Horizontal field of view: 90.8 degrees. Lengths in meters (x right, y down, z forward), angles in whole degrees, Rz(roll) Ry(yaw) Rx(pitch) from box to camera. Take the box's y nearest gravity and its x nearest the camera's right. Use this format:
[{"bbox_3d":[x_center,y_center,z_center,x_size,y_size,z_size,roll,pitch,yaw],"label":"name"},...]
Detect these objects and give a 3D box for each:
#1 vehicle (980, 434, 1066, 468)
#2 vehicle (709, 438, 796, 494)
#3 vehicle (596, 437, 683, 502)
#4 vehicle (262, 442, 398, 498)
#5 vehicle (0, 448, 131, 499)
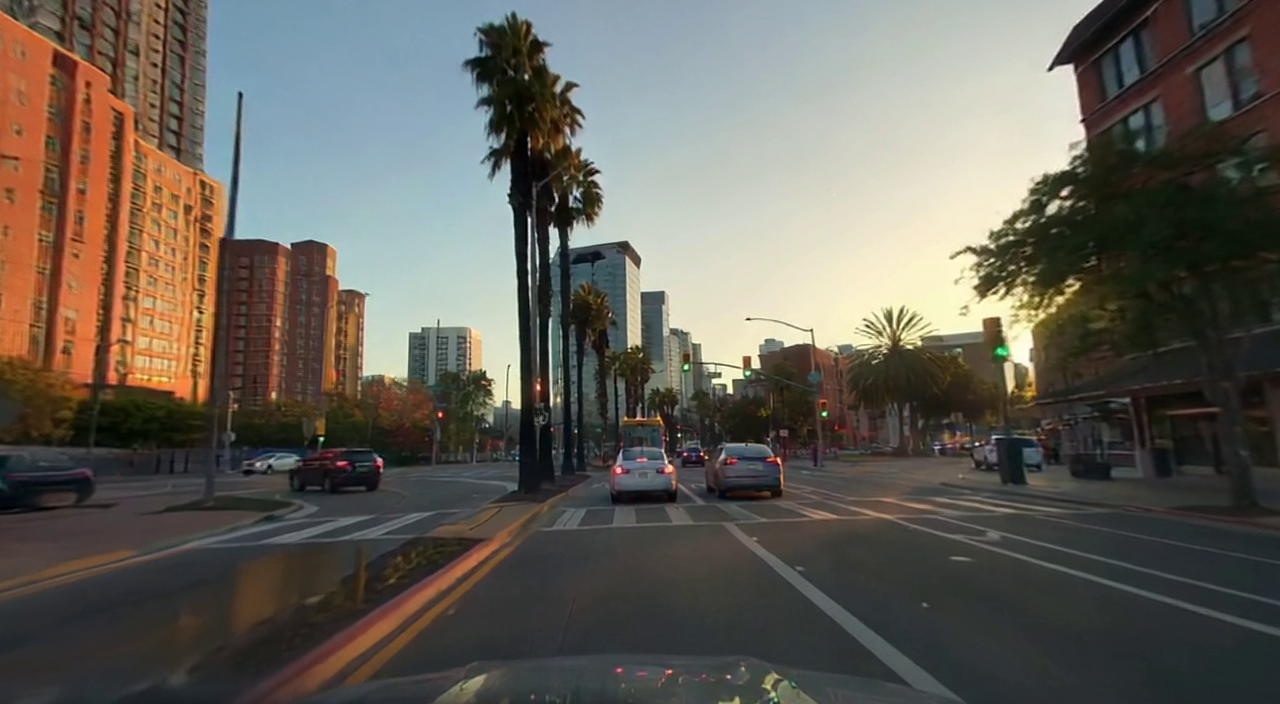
[{"bbox_3d":[20.250,5.266,33.668,1.959,1.674,4.706,-1,-9,6],"label":"vehicle"},{"bbox_3d":[3.239,3.363,18.900,1.909,1.500,3.524,0,-9,-1],"label":"vehicle"},{"bbox_3d":[-0.011,3.053,16.762,2.048,1.503,3.681,0,-9,0],"label":"vehicle"},{"bbox_3d":[-9.448,3.497,19.127,4.435,1.501,1.977,-7,-11,39],"label":"vehicle"},{"bbox_3d":[-19.323,3.792,19.883,4.641,1.502,1.882,3,-9,-21],"label":"vehicle"}]
